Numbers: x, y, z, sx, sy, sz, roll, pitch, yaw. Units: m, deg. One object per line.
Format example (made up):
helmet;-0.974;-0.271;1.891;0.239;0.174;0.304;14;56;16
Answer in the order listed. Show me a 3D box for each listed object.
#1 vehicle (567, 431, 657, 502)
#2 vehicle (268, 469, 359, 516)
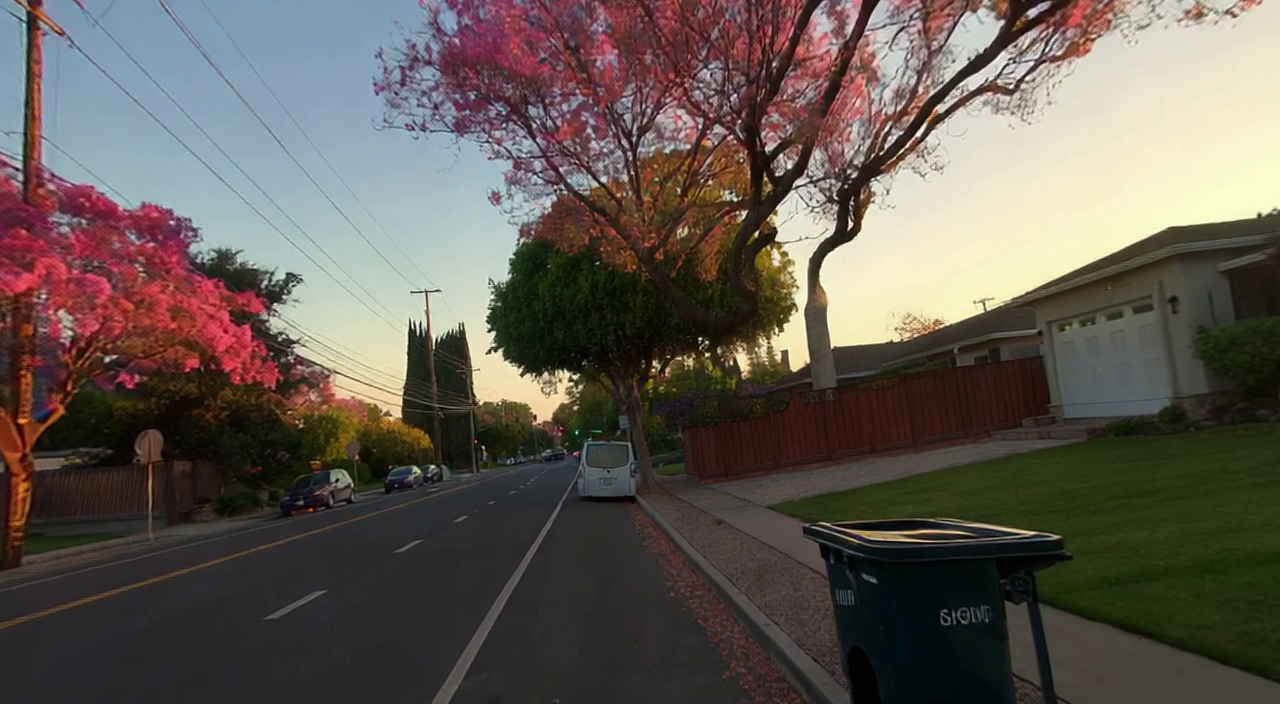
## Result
vehicle;-0.828;3.076;17.388;2.190;1.708;4.115;0;-8;-4
vehicle;-13.775;5.914;26.990;1.982;1.660;4.142;1;-8;-6
